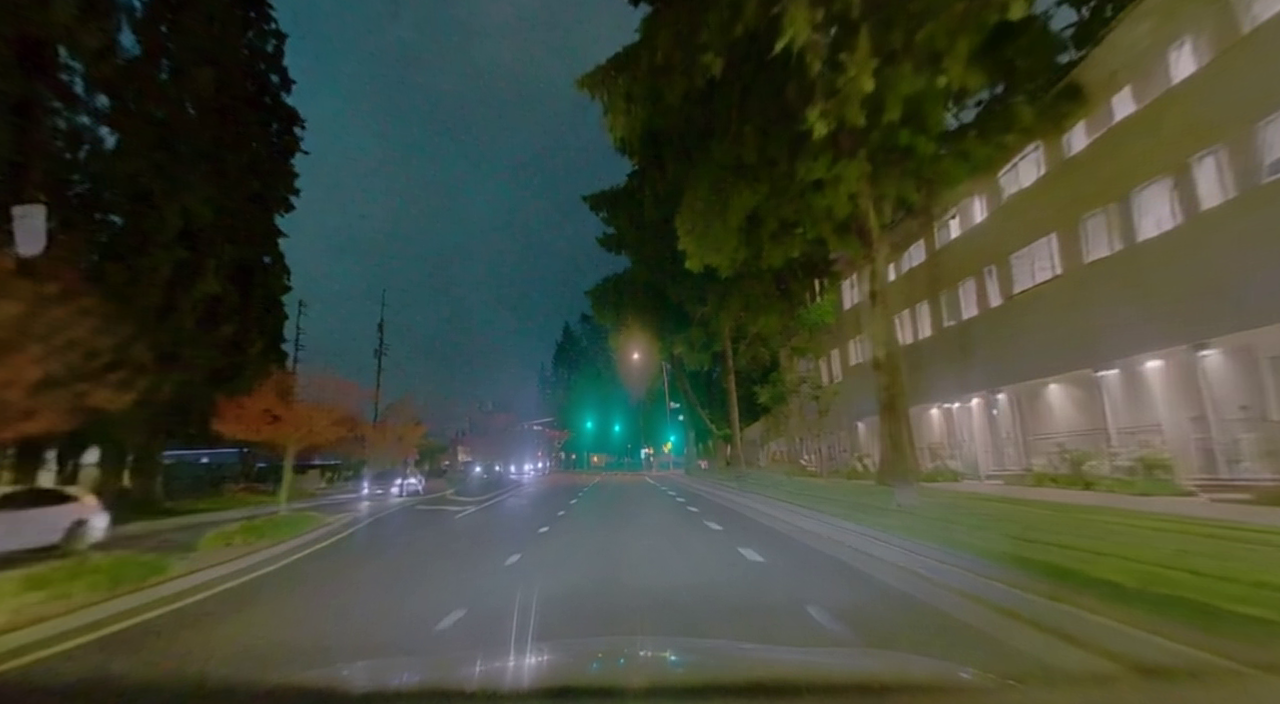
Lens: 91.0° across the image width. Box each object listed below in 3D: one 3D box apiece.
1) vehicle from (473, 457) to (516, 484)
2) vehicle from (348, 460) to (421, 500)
[{"bbox_3d":[-10.033,8.152,43.658,1.984,1.646,4.529,0,-8,-1],"label":"vehicle"},{"bbox_3d":[-13.105,6.562,32.570,1.979,1.757,4.514,0,-8,-2],"label":"vehicle"}]
